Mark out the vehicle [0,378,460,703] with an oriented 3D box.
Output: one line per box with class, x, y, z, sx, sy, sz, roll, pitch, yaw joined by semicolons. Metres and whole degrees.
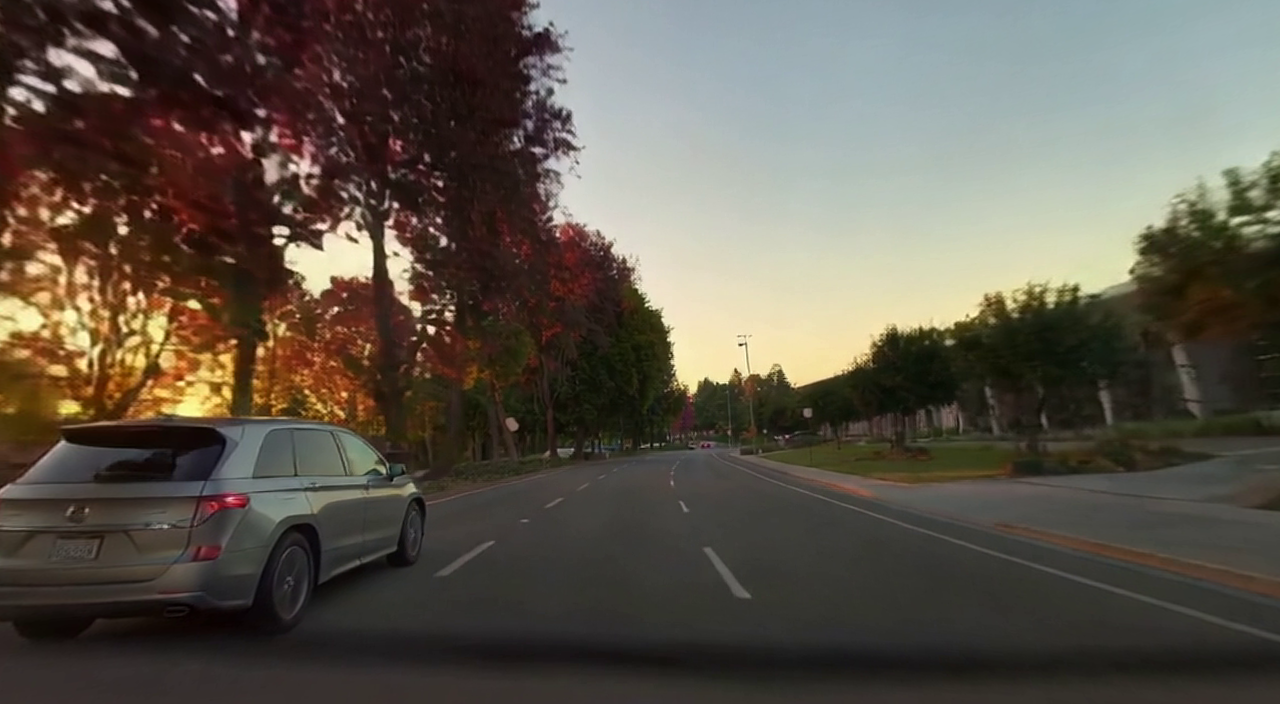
vehicle;-3.272;1.314;5.401;2.067;1.700;4.561;0;-8;1
